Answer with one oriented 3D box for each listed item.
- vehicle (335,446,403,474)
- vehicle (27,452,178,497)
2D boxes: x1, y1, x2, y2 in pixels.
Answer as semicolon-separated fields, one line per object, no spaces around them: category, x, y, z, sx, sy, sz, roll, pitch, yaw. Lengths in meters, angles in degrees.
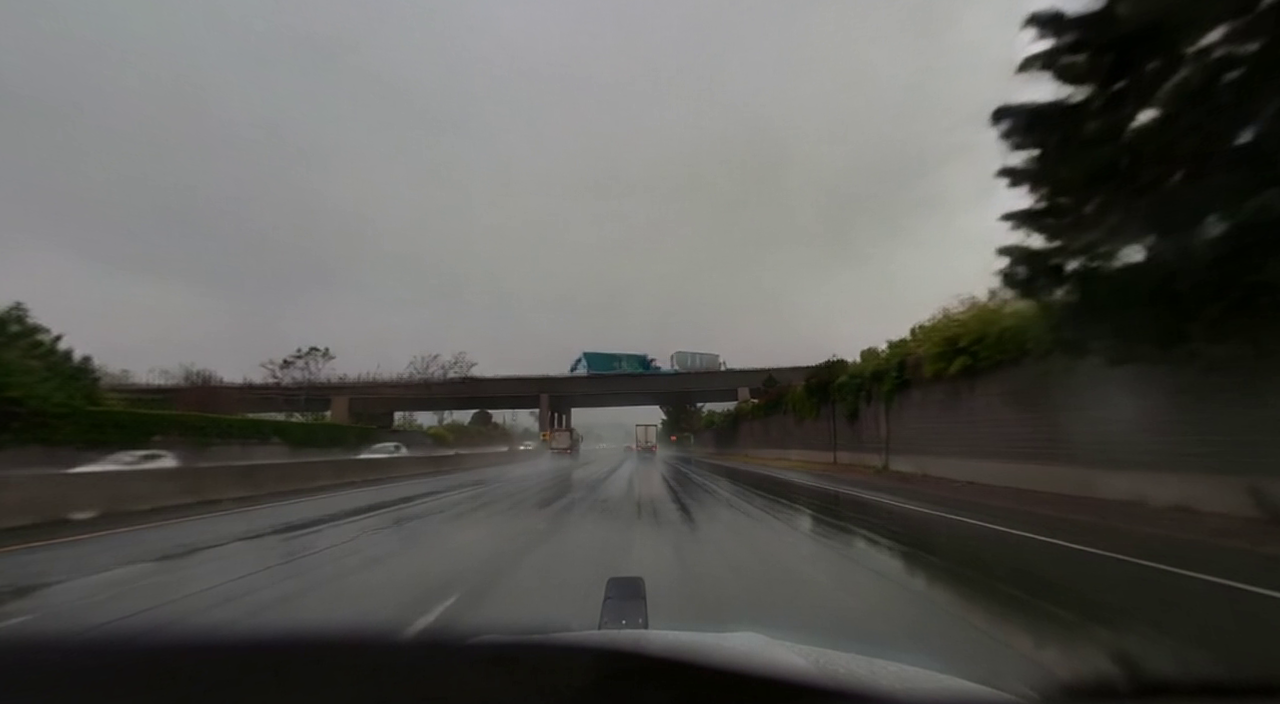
vehicle;-16.157;6.439;37.880;2.009;1.568;4.433;0;-8;1
vehicle;-24.976;5.676;29.691;2.098;1.822;5.501;-1;-8;3
